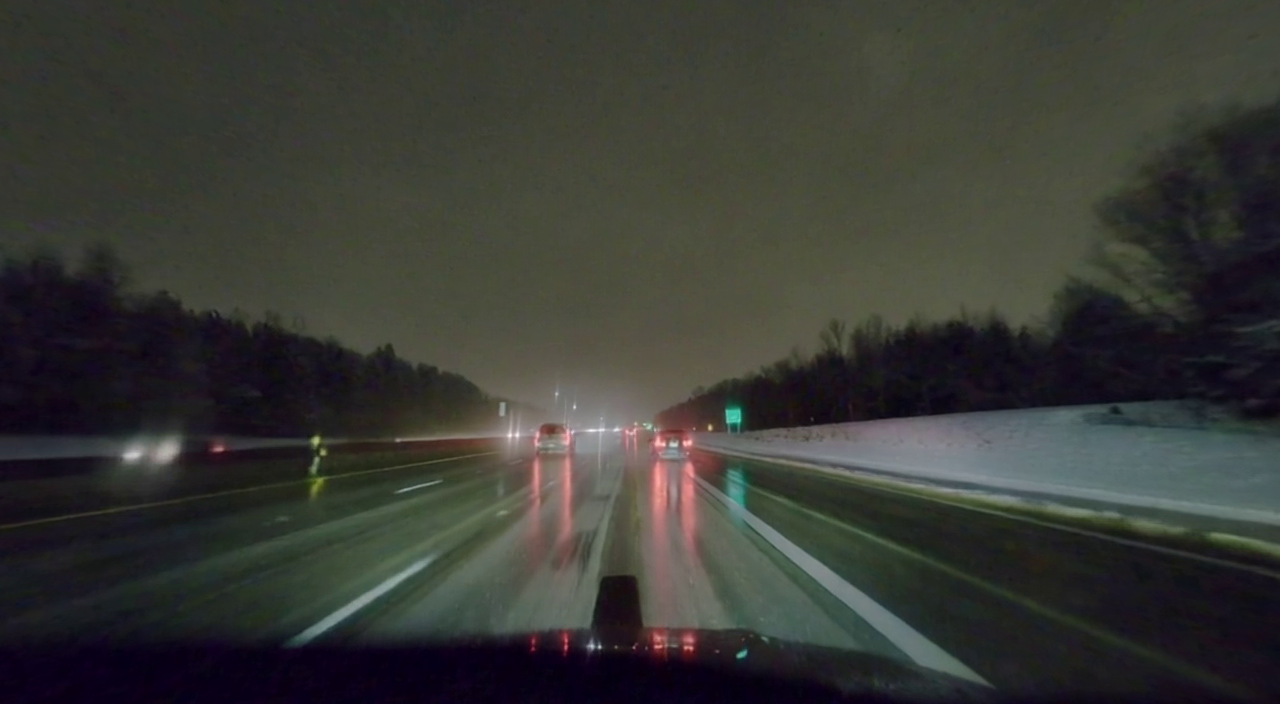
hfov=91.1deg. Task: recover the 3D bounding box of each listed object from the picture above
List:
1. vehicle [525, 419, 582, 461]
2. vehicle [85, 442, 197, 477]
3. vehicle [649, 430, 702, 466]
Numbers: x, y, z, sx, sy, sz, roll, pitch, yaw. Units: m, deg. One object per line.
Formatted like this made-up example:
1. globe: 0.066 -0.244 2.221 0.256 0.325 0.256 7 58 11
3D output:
1. vehicle: -4.280 4.464 31.889 2.251 1.938 4.708 0 -8 0
2. vehicle: -23.272 4.987 29.542 1.821 1.499 4.176 0 -8 0
3. vehicle: 1.502 4.250 28.113 1.948 1.470 3.913 0 -8 -3
